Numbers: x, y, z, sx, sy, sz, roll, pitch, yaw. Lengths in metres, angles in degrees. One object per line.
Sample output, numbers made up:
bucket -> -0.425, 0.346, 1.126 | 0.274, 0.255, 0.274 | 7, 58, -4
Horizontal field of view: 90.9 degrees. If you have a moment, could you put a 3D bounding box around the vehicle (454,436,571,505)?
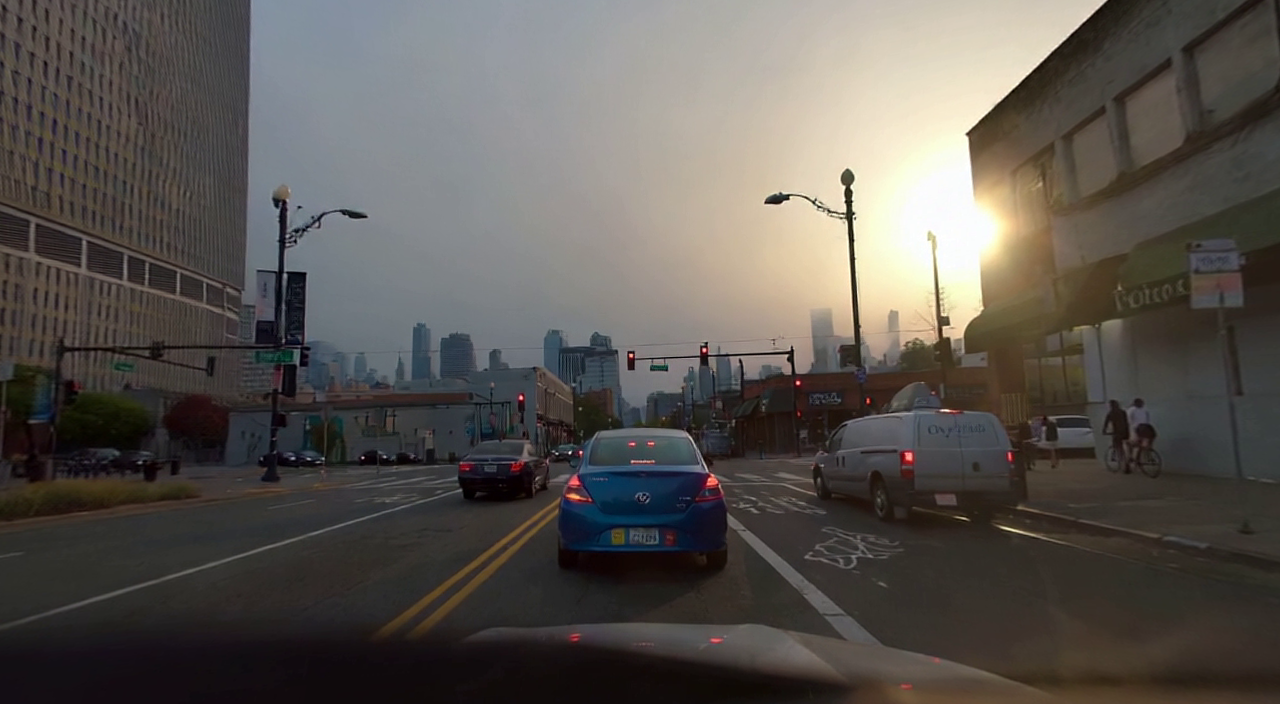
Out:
vehicle -> -2.999, 2.900, 15.896 | 2.039, 1.452, 4.489 | 0, -9, 0

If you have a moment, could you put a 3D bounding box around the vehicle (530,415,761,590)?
vehicle -> 0.030, 1.667, 7.788 | 2.091, 1.557, 4.000 | 0, -9, 0

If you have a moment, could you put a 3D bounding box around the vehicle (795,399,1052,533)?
vehicle -> 4.499, 1.919, 11.108 | 2.142, 1.829, 4.767 | 0, -9, -2
